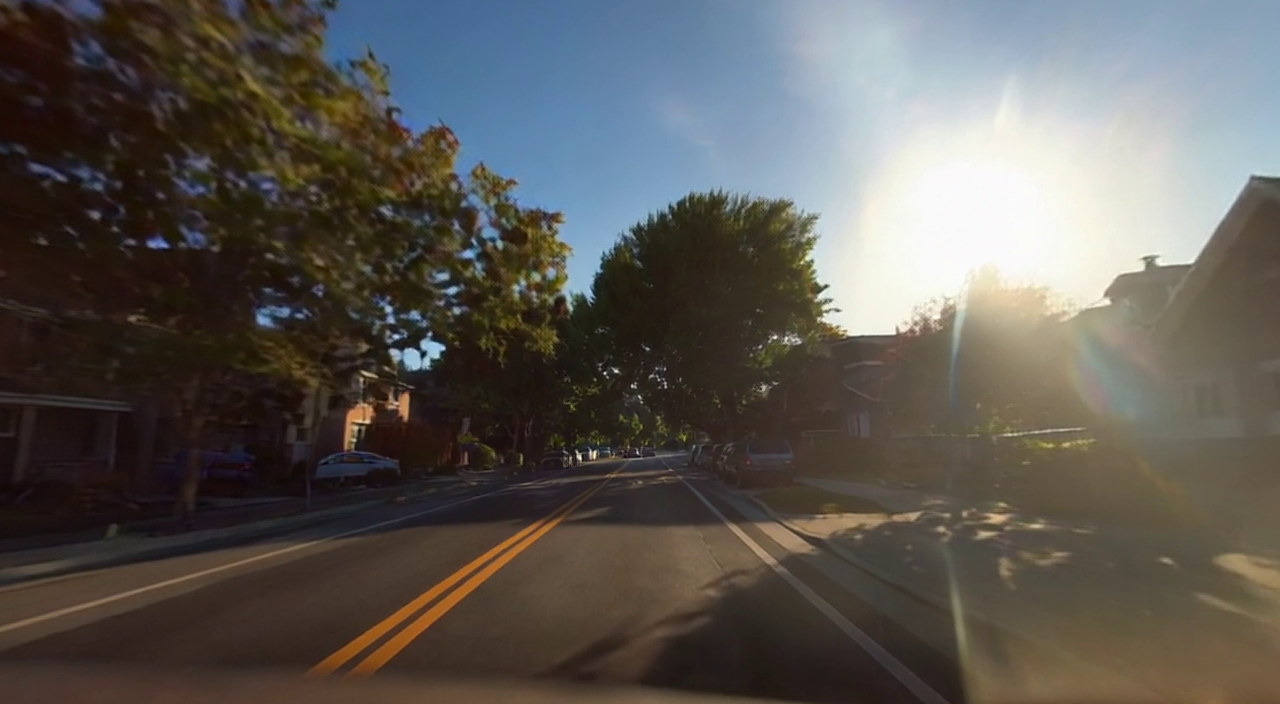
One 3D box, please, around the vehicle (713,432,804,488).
[{"bbox_3d":[4.023,3.760,22.292,1.937,1.752,4.574,1,-9,-5],"label":"vehicle"}]
